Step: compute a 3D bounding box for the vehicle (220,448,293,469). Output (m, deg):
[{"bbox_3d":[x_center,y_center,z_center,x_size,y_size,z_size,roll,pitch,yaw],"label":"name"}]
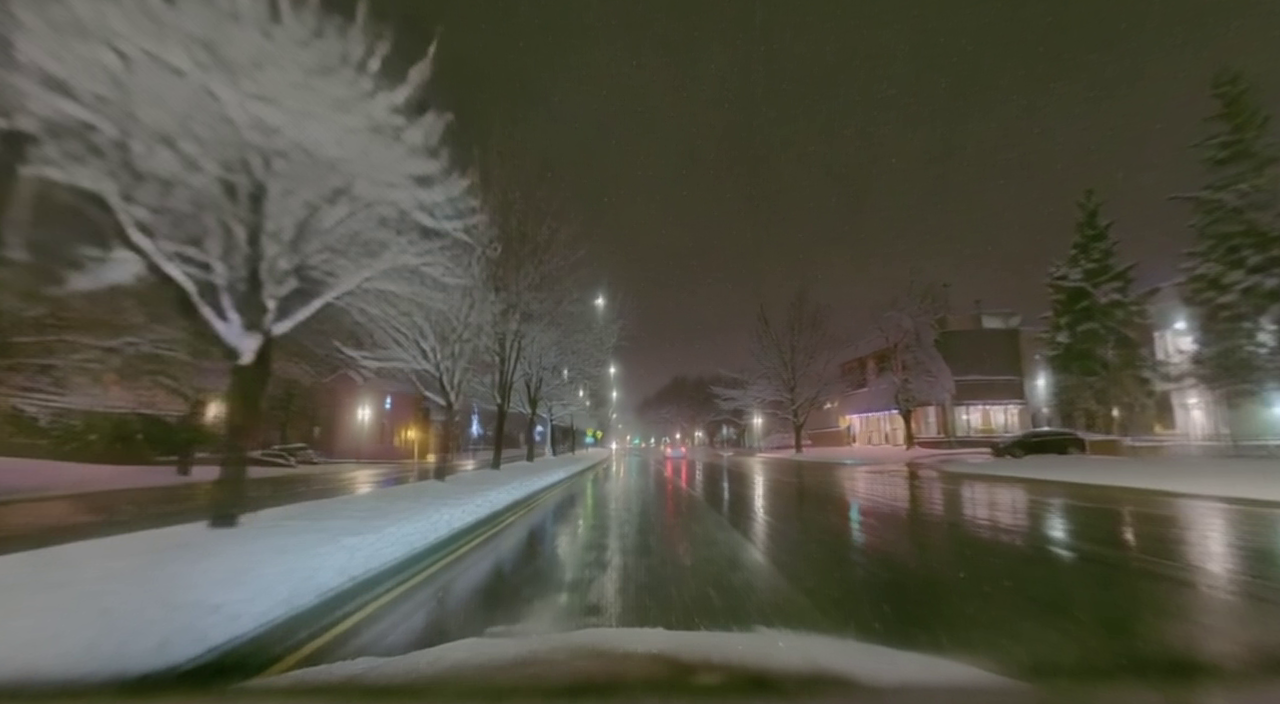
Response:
[{"bbox_3d":[-28.549,7.926,47.118,4.140,1.446,1.888,-1,-8,-1],"label":"vehicle"}]
